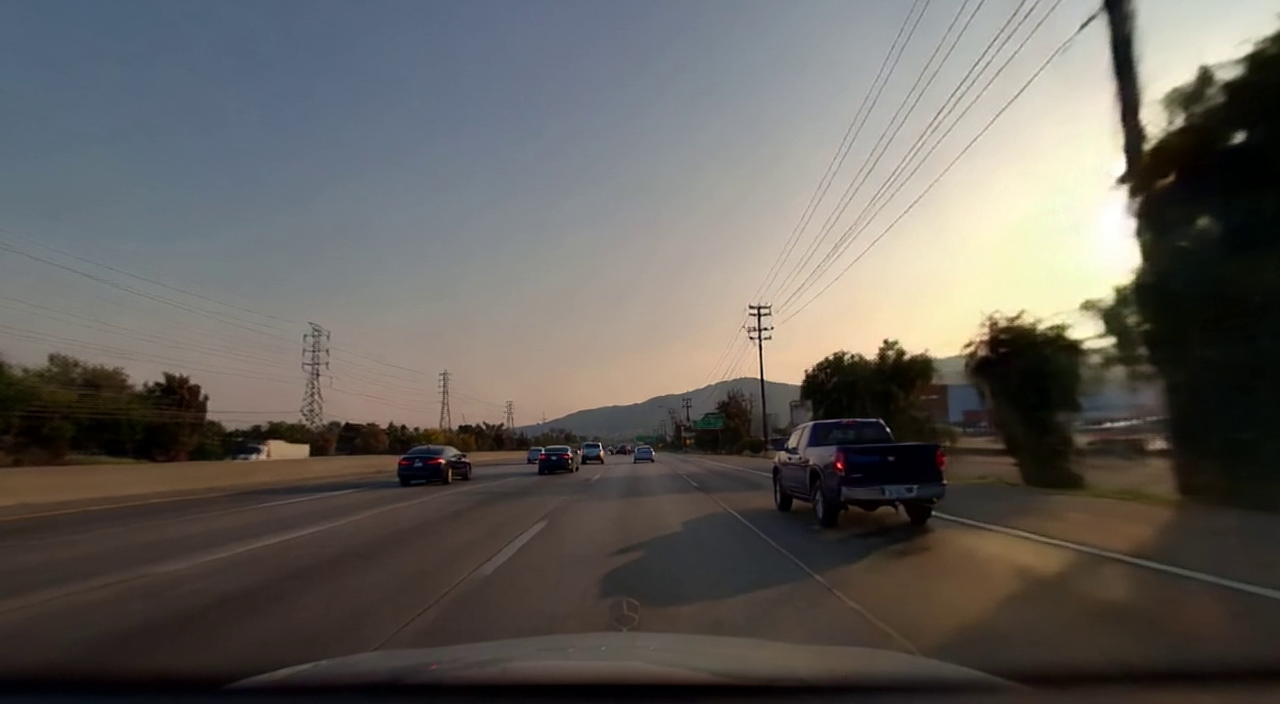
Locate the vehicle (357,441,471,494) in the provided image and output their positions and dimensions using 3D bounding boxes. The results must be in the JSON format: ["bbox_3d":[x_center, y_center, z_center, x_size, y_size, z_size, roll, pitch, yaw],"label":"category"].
[{"bbox_3d":[-7.160,3.685,20.618,1.959,1.496,4.740,0,-9,0],"label":"vehicle"}]

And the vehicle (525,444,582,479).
[{"bbox_3d":[-3.737,4.823,28.125,1.938,1.444,4.206,0,-9,0],"label":"vehicle"}]

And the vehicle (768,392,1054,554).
[{"bbox_3d":[3.762,1.818,10.159,2.231,1.919,5.086,0,-9,-1],"label":"vehicle"}]

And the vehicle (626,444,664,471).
[{"bbox_3d":[0.271,6.033,36.316,2.030,1.471,4.115,0,-9,0],"label":"vehicle"}]
